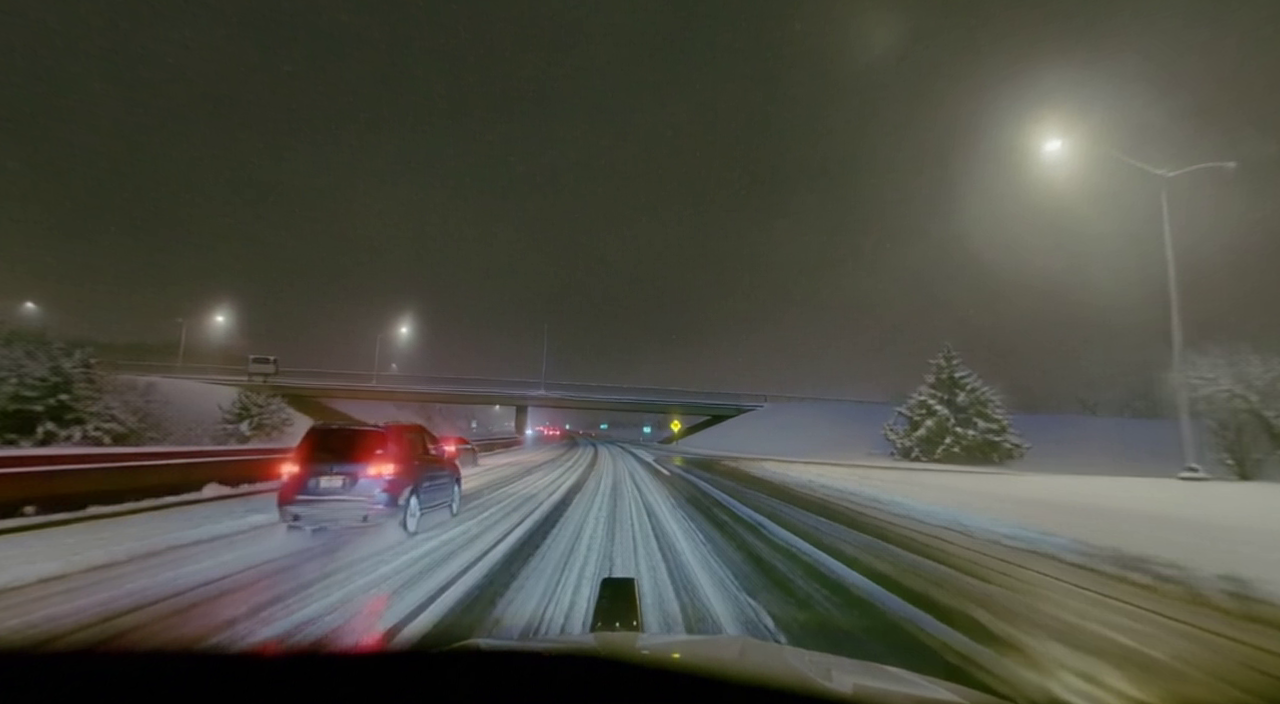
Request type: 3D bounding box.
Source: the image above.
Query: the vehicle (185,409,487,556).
[{"bbox_3d":[-3.949,1.774,9.420,2.123,1.601,4.887,0,-8,-1],"label":"vehicle"}]
